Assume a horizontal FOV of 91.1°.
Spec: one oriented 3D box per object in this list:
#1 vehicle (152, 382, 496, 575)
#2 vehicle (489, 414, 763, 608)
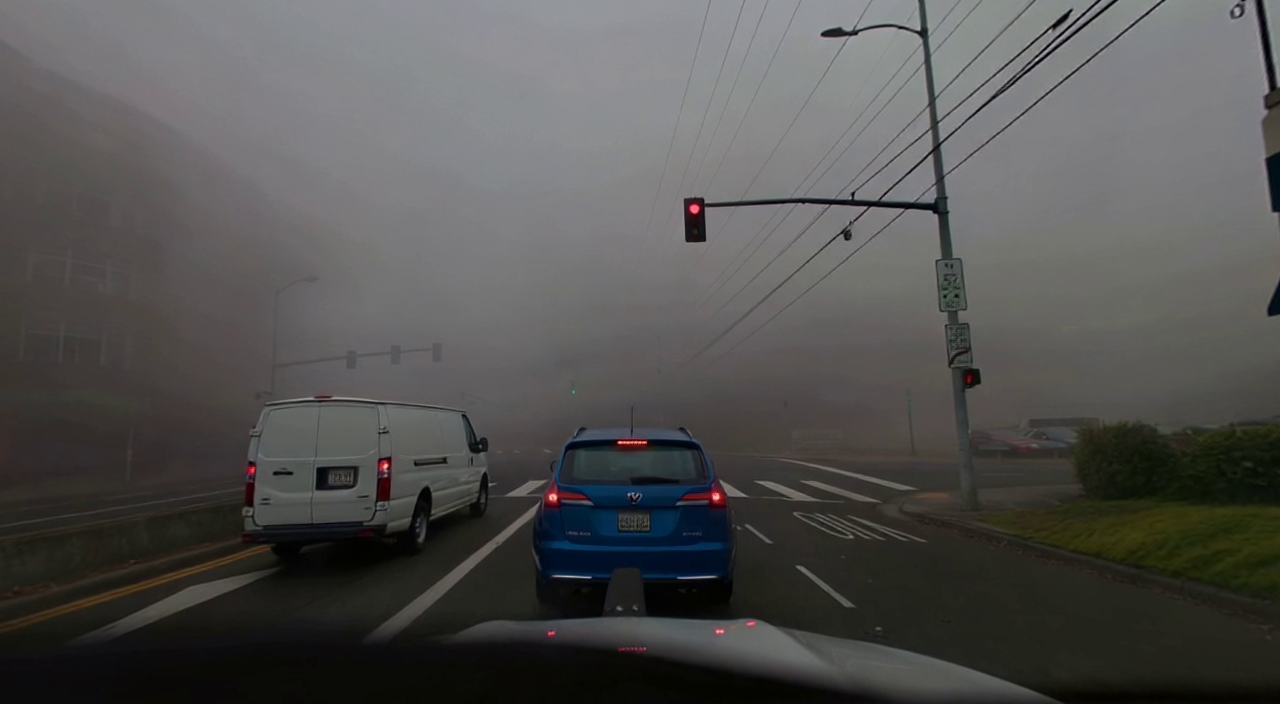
[{"bbox_3d":[-3.576,1.529,8.552,2.076,1.820,5.100,0,-8,-1],"label":"vehicle"},{"bbox_3d":[-0.114,1.464,6.773,2.064,1.452,3.942,0,-8,0],"label":"vehicle"}]
